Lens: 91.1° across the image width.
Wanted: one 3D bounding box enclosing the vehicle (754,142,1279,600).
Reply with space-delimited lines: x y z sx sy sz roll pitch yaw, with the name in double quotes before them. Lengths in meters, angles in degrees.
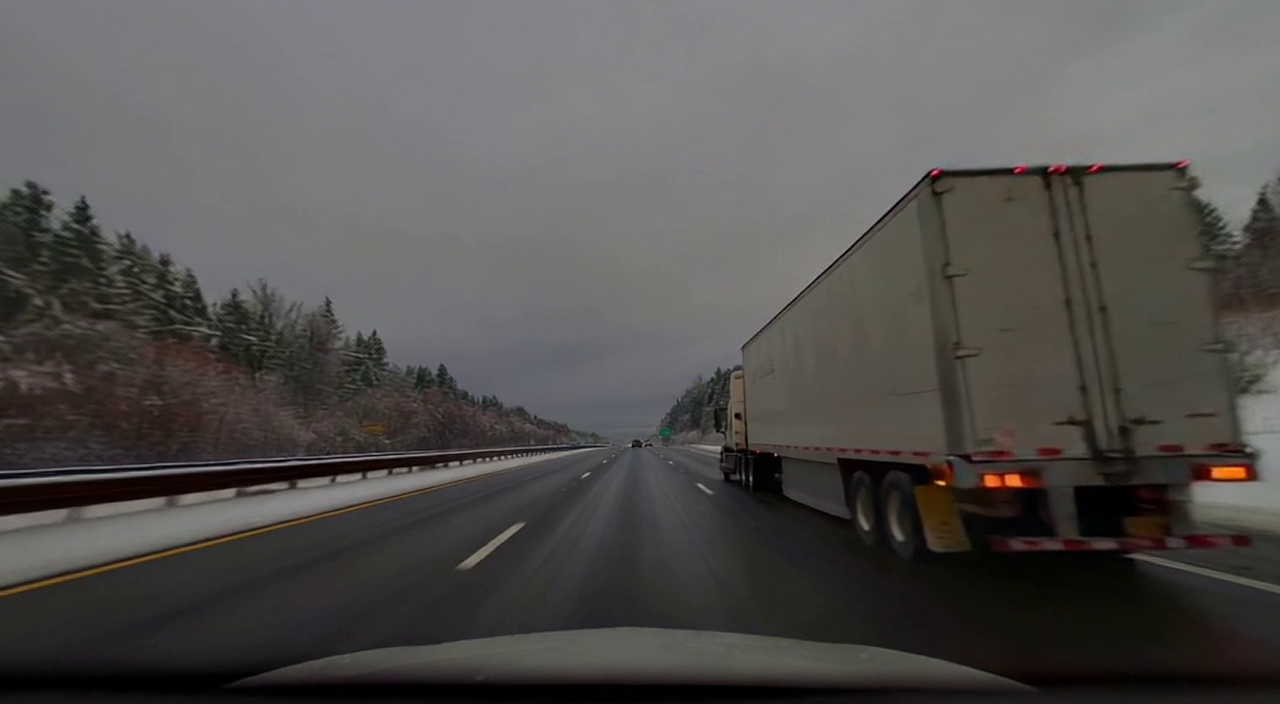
"vehicle" 4.357 0.674 9.676 3.348 3.847 8.908 0 -8 -1
